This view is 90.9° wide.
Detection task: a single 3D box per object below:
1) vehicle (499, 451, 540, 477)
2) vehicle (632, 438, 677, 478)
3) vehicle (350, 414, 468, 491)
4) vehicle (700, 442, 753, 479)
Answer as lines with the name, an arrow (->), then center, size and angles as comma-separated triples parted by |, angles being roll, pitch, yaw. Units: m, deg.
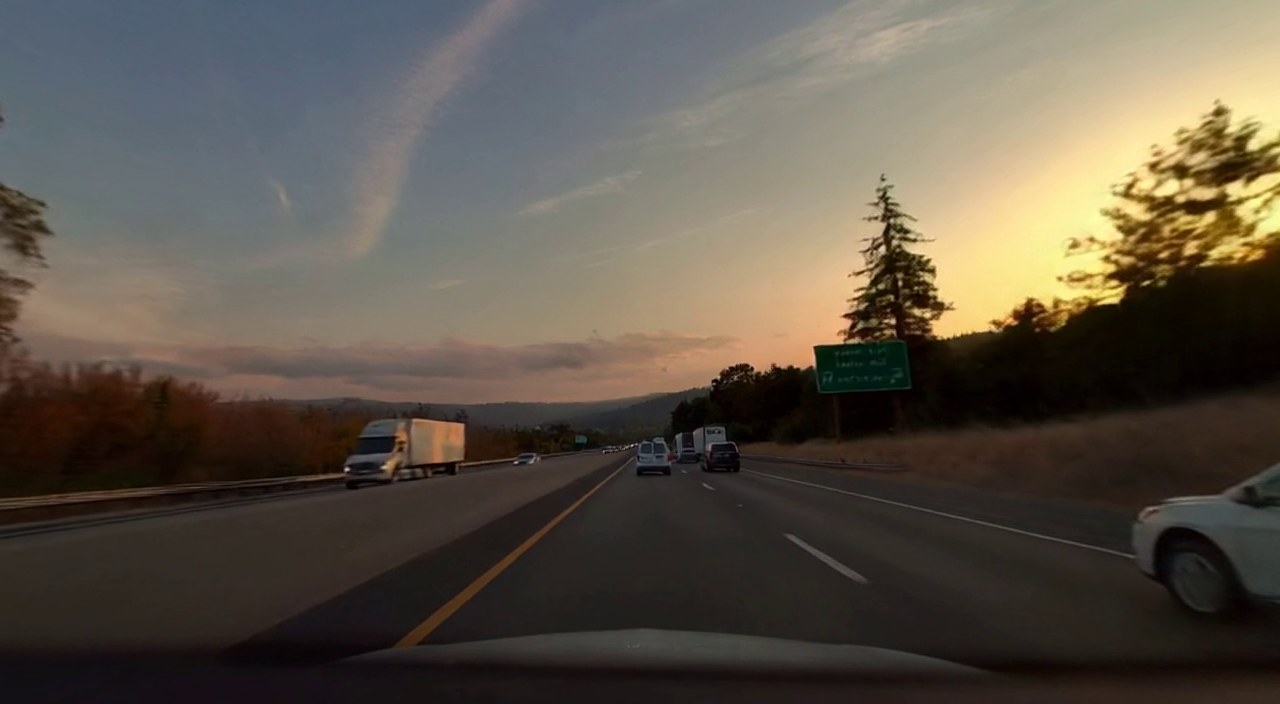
vehicle -> -8.259, 7.714, 43.652 | 1.911, 1.666, 4.389 | 0, -9, 1
vehicle -> 0.670, 5.400, 32.371 | 2.143, 1.925, 4.101 | 0, -9, 0
vehicle -> -12.847, 5.761, 36.350 | 2.923, 3.786, 9.994 | 0, -9, 0
vehicle -> 4.196, 5.321, 31.251 | 1.961, 1.689, 3.971 | 0, -9, -1
